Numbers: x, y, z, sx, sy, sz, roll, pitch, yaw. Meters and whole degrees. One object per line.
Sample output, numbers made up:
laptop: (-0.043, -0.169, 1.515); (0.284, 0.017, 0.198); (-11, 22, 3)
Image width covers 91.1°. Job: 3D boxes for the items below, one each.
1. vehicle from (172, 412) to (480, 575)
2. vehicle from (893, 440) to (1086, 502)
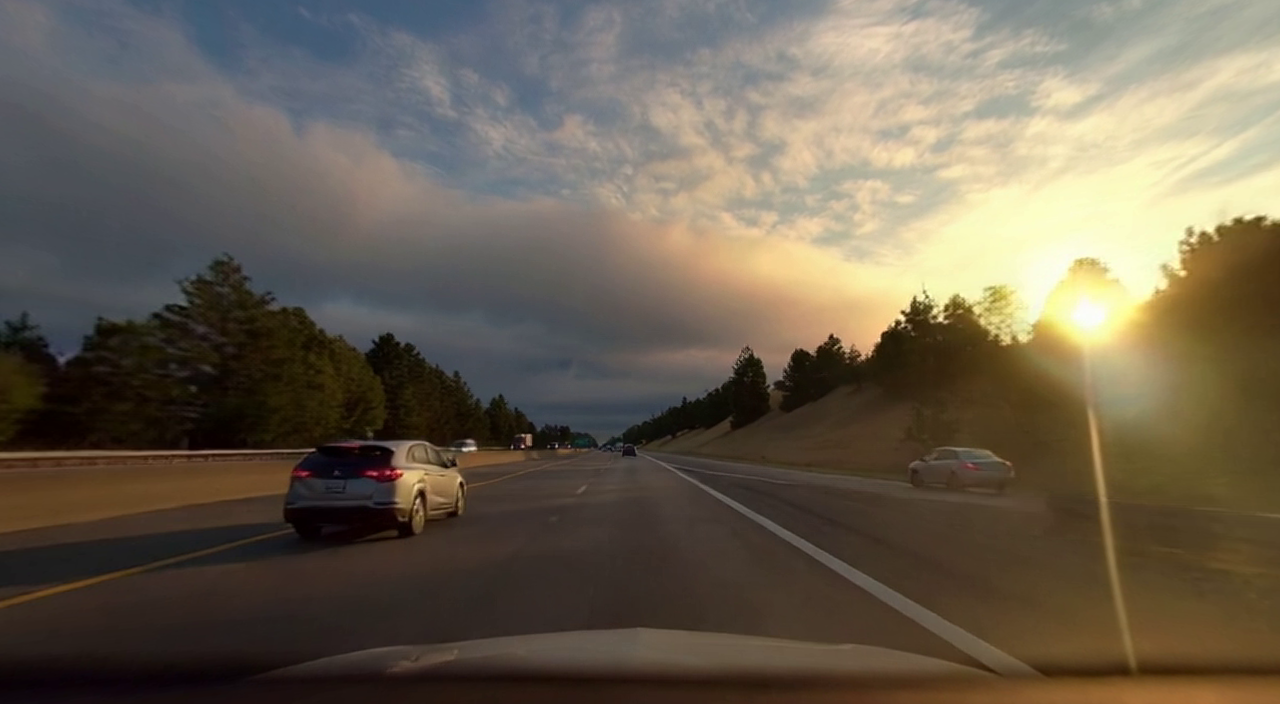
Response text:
vehicle: (-3.934, 1.854, 9.006); (2.111, 1.717, 4.426); (0, -9, 0)
vehicle: (10.070, 3.426, 18.649); (2.117, 1.558, 4.736); (2, -9, -18)
